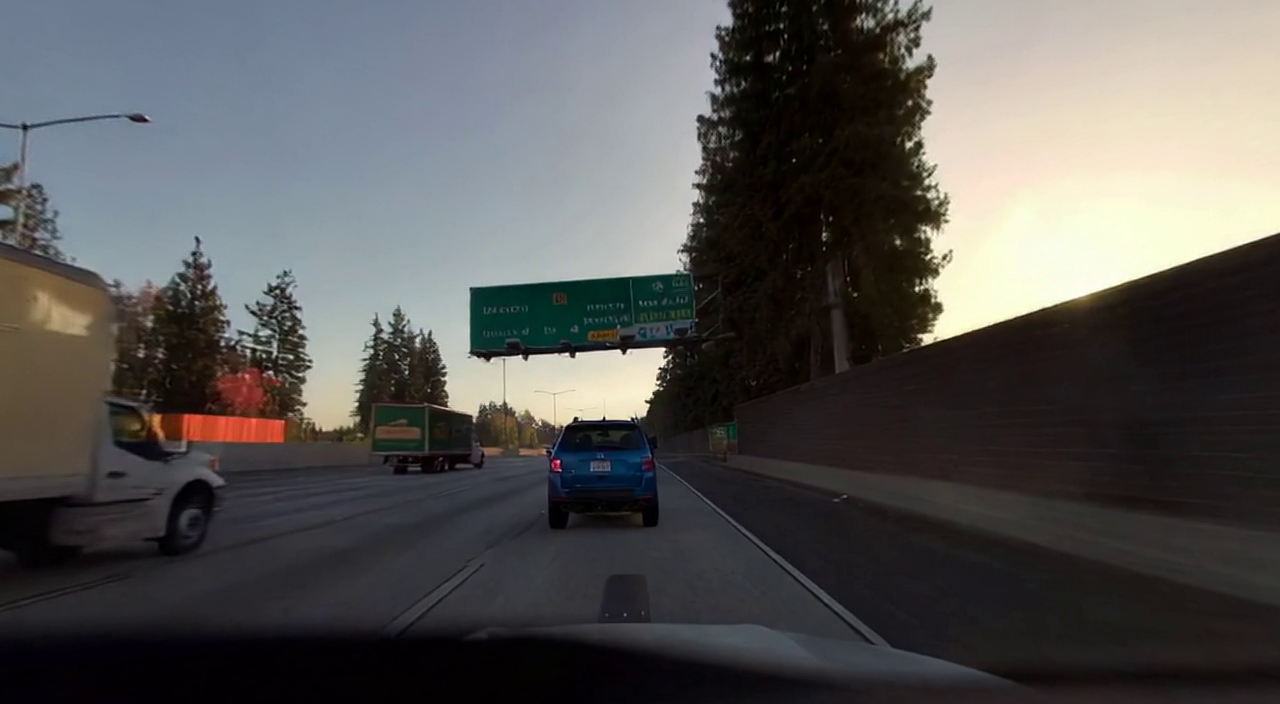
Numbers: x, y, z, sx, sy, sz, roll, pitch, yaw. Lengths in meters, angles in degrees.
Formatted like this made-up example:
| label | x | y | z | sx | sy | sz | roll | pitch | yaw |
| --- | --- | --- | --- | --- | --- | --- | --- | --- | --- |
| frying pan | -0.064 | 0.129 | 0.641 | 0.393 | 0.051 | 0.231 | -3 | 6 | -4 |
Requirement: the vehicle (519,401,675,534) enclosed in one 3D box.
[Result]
| label | x | y | z | sx | sy | sz | roll | pitch | yaw |
| --- | --- | --- | --- | --- | --- | --- | --- | --- | --- |
| vehicle | -0.539 | 2.124 | 12.103 | 2.395 | 2.013 | 4.734 | -1 | -8 | 3 |

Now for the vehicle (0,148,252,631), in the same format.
| label | x | y | z | sx | sy | sz | roll | pitch | yaw |
| --- | --- | --- | --- | --- | --- | --- | --- | --- | --- |
| vehicle | -6.167 | 0.059 | 3.165 | 2.876 | 3.584 | 9.195 | 0 | -8 | -3 |

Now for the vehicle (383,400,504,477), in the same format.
| label | x | y | z | sx | sy | sz | roll | pitch | yaw |
| --- | --- | --- | --- | --- | --- | --- | --- | --- | --- |
| vehicle | -10.792 | 5.064 | 36.598 | 3.347 | 3.686 | 12.113 | 0 | -8 | -1 |
